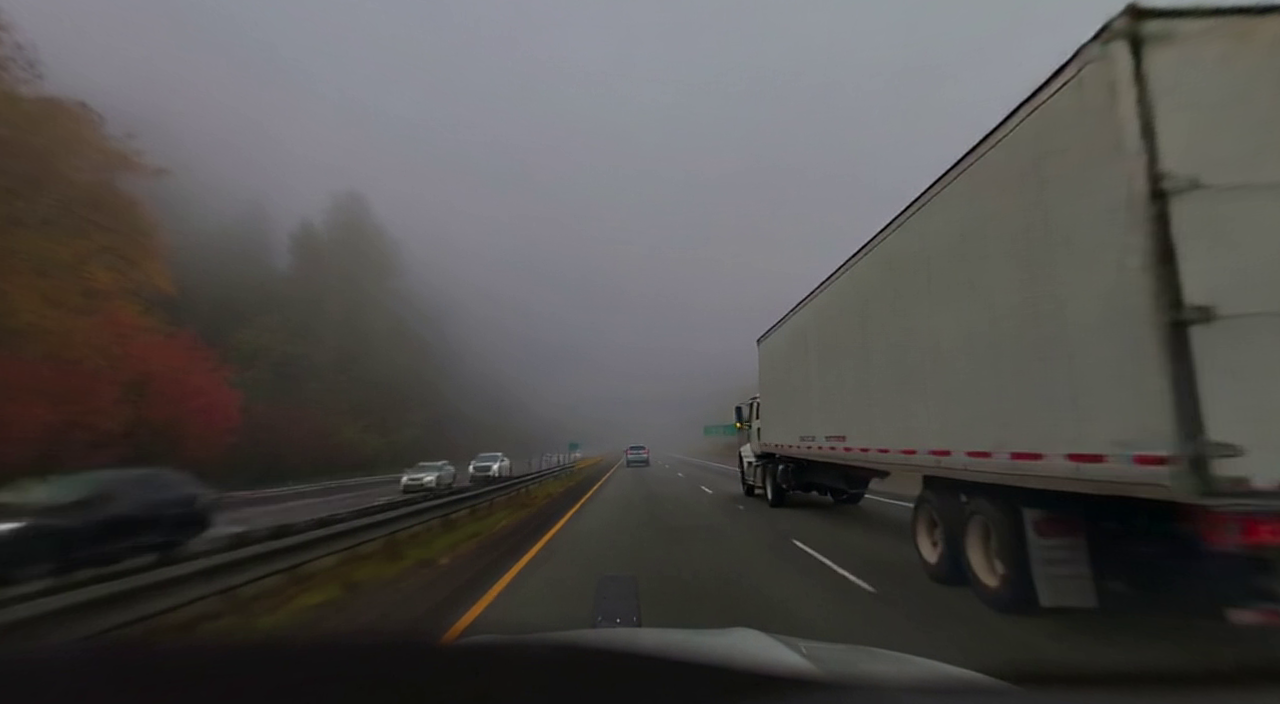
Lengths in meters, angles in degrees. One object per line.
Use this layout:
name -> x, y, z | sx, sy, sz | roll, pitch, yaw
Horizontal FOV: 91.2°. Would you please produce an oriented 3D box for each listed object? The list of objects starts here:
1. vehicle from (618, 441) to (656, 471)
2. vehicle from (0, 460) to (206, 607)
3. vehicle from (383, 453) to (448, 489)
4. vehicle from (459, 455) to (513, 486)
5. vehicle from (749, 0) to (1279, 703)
vehicle -> -0.202, 6.407, 38.773 | 2.168, 1.705, 4.272 | 0, -9, -1
vehicle -> -8.487, 2.344, 8.534 | 2.041, 1.631, 4.366 | -1, -9, -1
vehicle -> -12.657, 6.701, 35.656 | 2.073, 1.848, 4.345 | -1, -9, 0
vehicle -> -8.603, 6.639, 35.452 | 1.914, 1.540, 4.471 | -1, -9, 0
vehicle -> 4.595, 0.807, 10.295 | 2.910, 4.090, 14.063 | 0, -9, -1
